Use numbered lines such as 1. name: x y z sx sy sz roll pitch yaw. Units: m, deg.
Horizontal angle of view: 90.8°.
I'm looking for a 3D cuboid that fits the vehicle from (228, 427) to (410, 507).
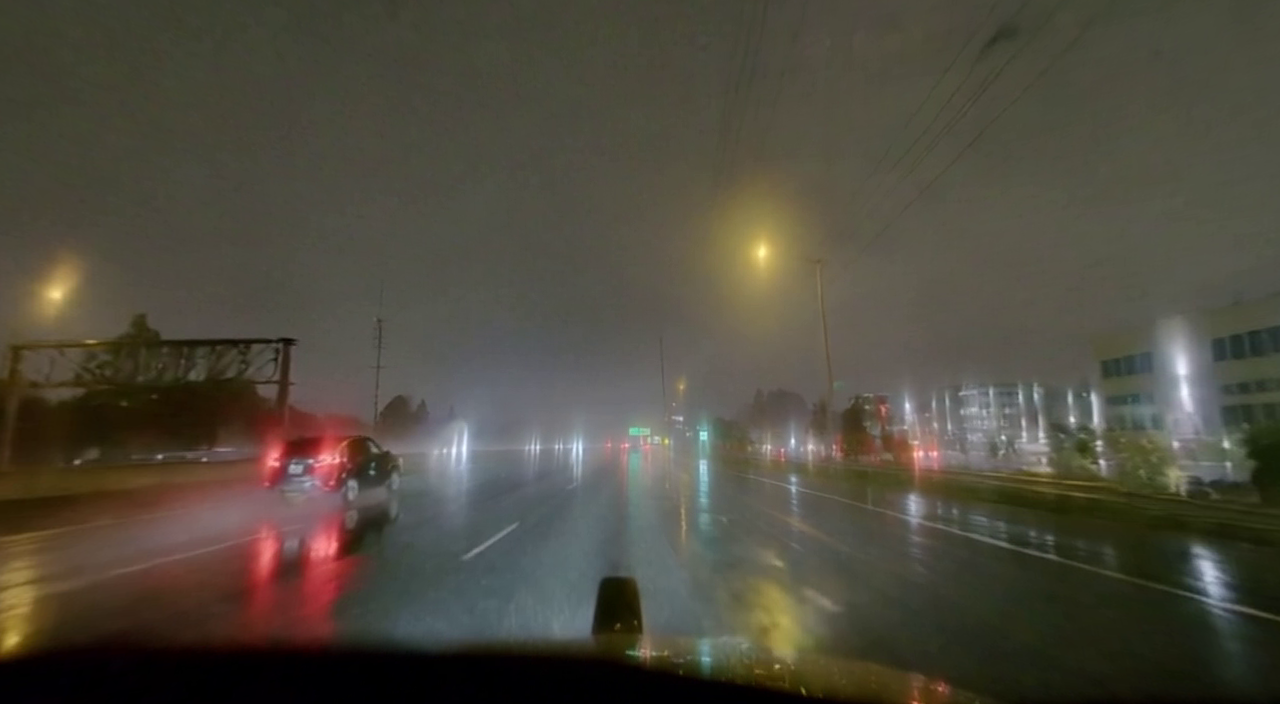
1. vehicle: -7.623 2.771 15.637 2.140 1.626 4.457 1 -9 0
